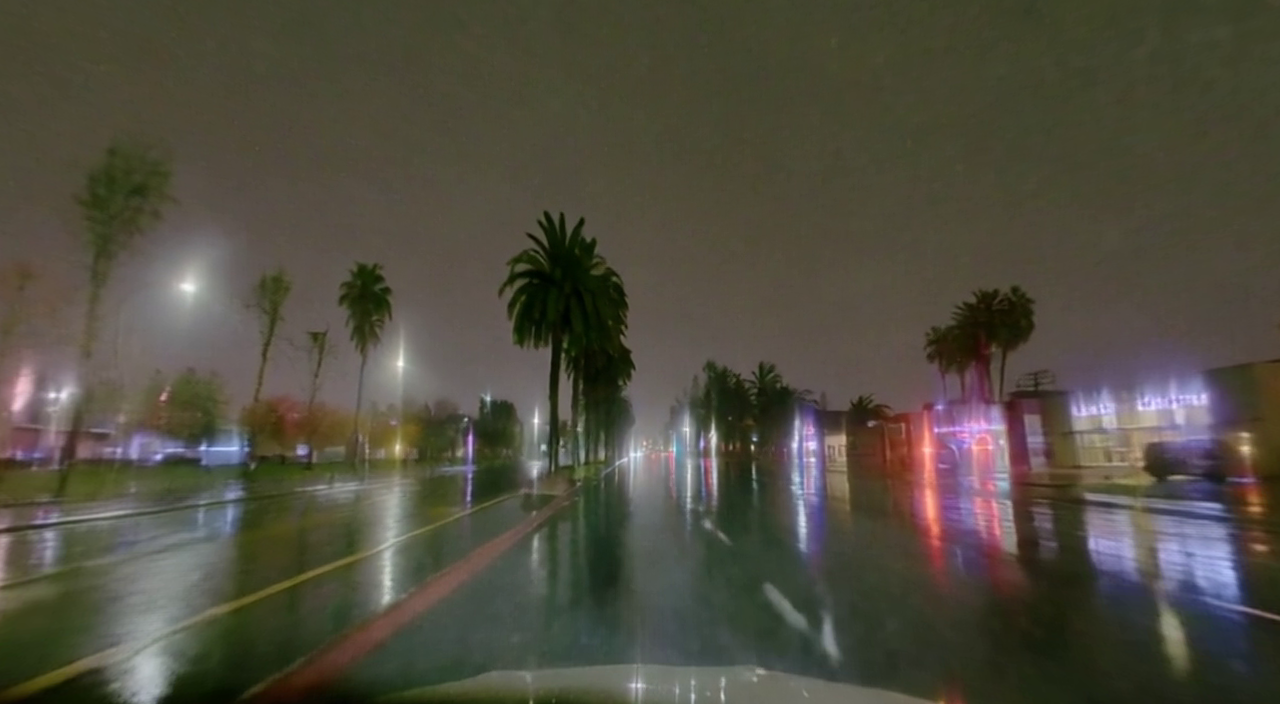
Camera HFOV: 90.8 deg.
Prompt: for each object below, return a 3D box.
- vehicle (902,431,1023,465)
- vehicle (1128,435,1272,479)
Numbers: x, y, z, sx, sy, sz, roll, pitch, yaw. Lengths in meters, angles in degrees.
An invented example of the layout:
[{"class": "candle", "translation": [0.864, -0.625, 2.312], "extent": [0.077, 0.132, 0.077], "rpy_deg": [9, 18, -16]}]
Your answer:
[{"class": "vehicle", "translation": [21.527, 6.411, 42.408], "extent": [6.489, 2.179, 2.882], "rpy_deg": [0, -8, -2]}, {"class": "vehicle", "translation": [20.602, 3.859, 23.362], "extent": [3.576, 1.443, 1.822], "rpy_deg": [-2, -8, -2]}]
